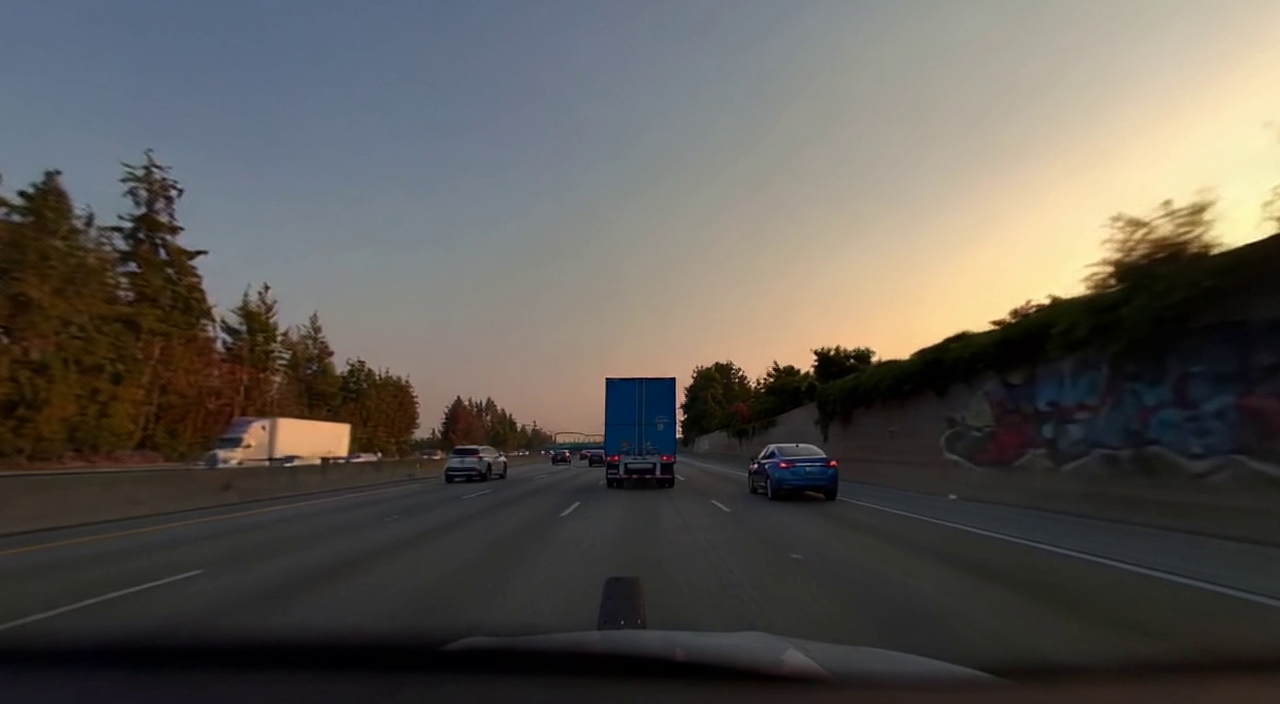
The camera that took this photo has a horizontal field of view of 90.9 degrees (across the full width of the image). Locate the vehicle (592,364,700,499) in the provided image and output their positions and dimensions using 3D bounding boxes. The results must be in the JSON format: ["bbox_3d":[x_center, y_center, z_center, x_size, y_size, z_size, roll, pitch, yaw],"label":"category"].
[{"bbox_3d":[0.057,2.910,22.033,2.915,3.661,9.741,0,-9,-1],"label":"vehicle"}]

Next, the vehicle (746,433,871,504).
[{"bbox_3d":[4.447,3.160,17.453,2.205,1.689,4.403,0,-9,0],"label":"vehicle"}]

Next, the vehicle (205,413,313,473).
[{"bbox_3d":[-24.630,6.008,41.181,2.951,3.577,6.186,-1,-9,2],"label":"vehicle"}]

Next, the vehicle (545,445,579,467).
[{"bbox_3d":[-5.913,7.918,48.162,2.005,1.607,4.042,0,-9,1],"label":"vehicle"}]

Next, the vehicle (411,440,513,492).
[{"bbox_3d":[-6.273,4.068,22.884,2.134,1.662,4.851,-1,-9,2],"label":"vehicle"}]
